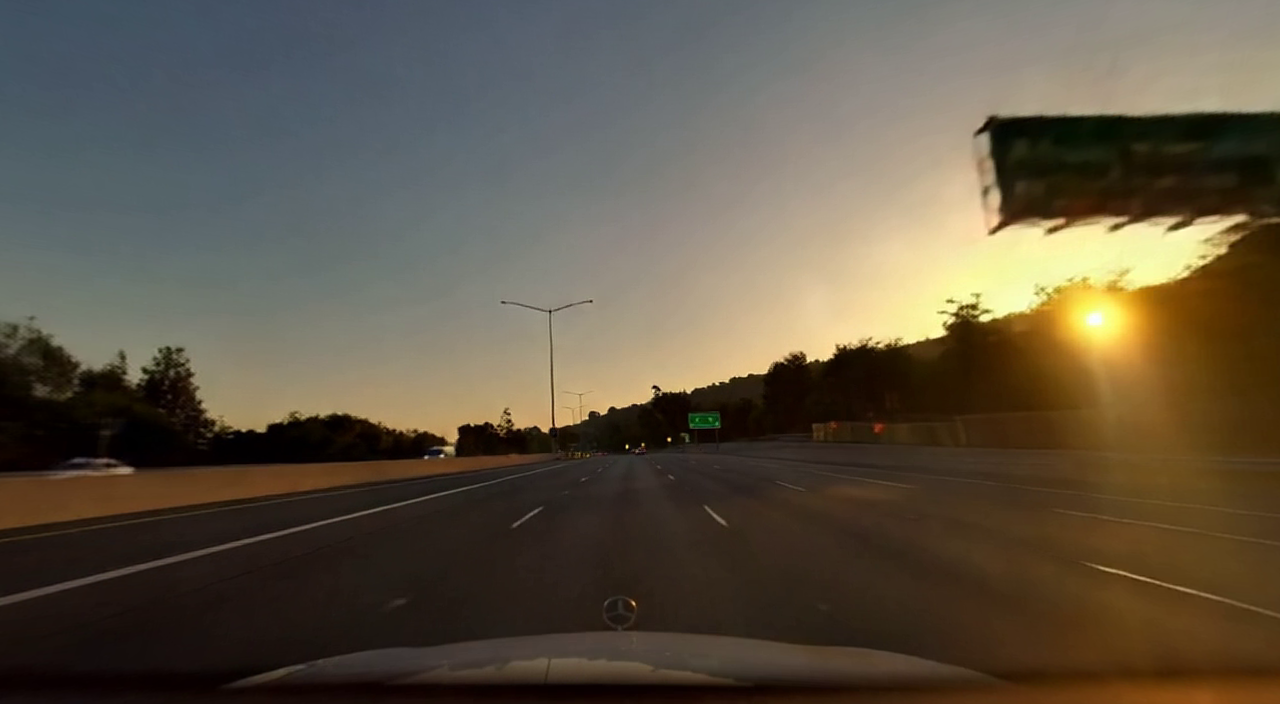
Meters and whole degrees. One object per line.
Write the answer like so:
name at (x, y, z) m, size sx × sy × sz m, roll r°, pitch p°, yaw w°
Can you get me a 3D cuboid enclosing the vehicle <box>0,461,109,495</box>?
vehicle at (-29.270, 6.214, 31.504) m, size 1.778 × 1.472 × 4.444 m, roll 0°, pitch -9°, yaw -3°
